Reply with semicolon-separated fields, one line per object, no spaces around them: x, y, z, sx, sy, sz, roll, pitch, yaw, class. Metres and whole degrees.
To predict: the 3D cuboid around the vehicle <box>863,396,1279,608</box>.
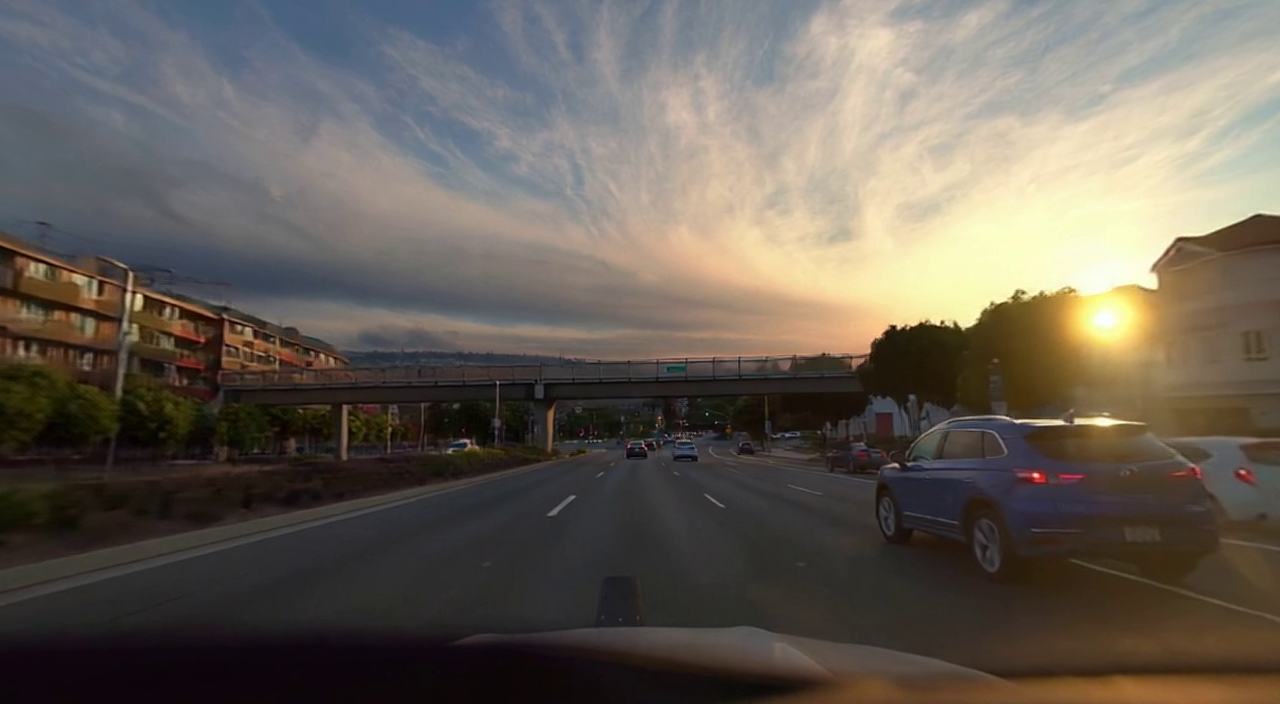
4.609;1.582;7.625;2.130;1.741;4.665;0;-8;0;vehicle

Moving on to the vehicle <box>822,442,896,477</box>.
10.034;4.928;29.309;1.888;1.468;4.175;0;-8;-1;vehicle

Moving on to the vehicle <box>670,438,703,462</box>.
3.427;7.338;47.354;2.165;1.708;3.928;0;-8;0;vehicle
